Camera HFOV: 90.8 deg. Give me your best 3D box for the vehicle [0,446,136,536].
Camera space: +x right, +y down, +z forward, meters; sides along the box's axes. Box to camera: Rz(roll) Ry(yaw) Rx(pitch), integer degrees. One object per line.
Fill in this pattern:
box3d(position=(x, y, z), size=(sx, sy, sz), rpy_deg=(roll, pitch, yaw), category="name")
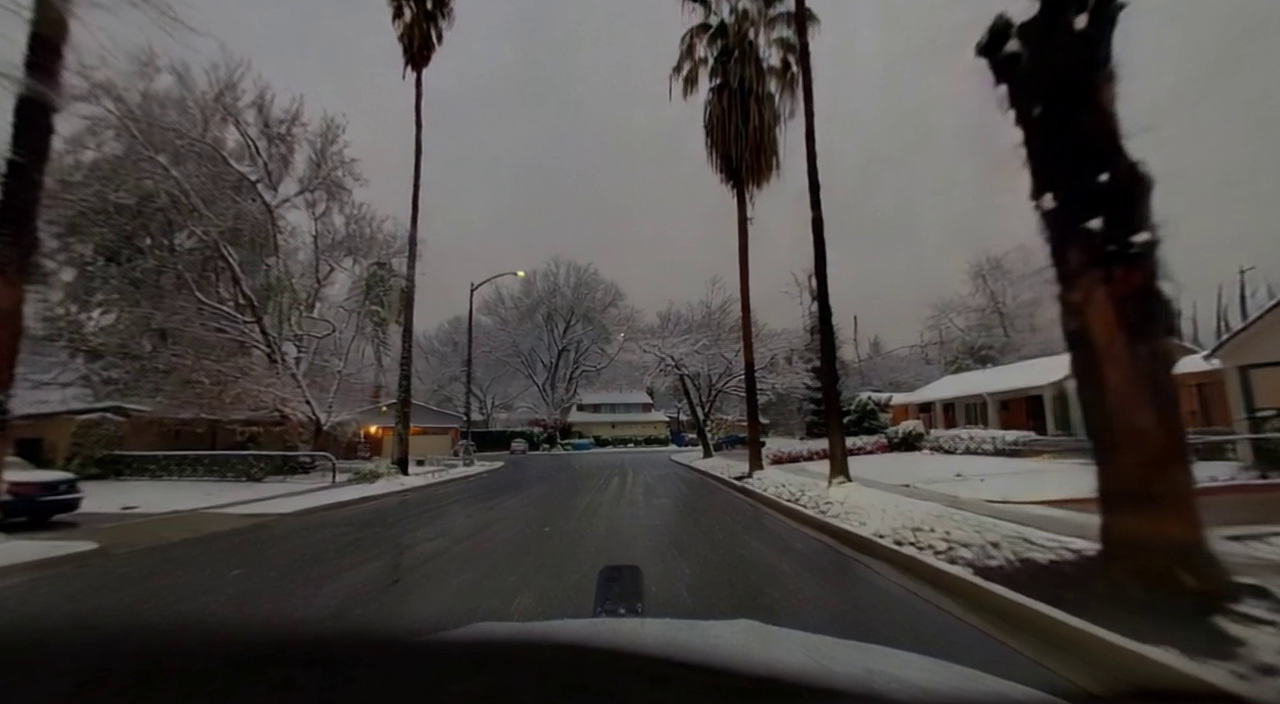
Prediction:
box3d(position=(-14.337, 2.927, 13.648), size=(5.050, 1.774, 2.031), rpy_deg=(0, -9, -1), category="vehicle")
